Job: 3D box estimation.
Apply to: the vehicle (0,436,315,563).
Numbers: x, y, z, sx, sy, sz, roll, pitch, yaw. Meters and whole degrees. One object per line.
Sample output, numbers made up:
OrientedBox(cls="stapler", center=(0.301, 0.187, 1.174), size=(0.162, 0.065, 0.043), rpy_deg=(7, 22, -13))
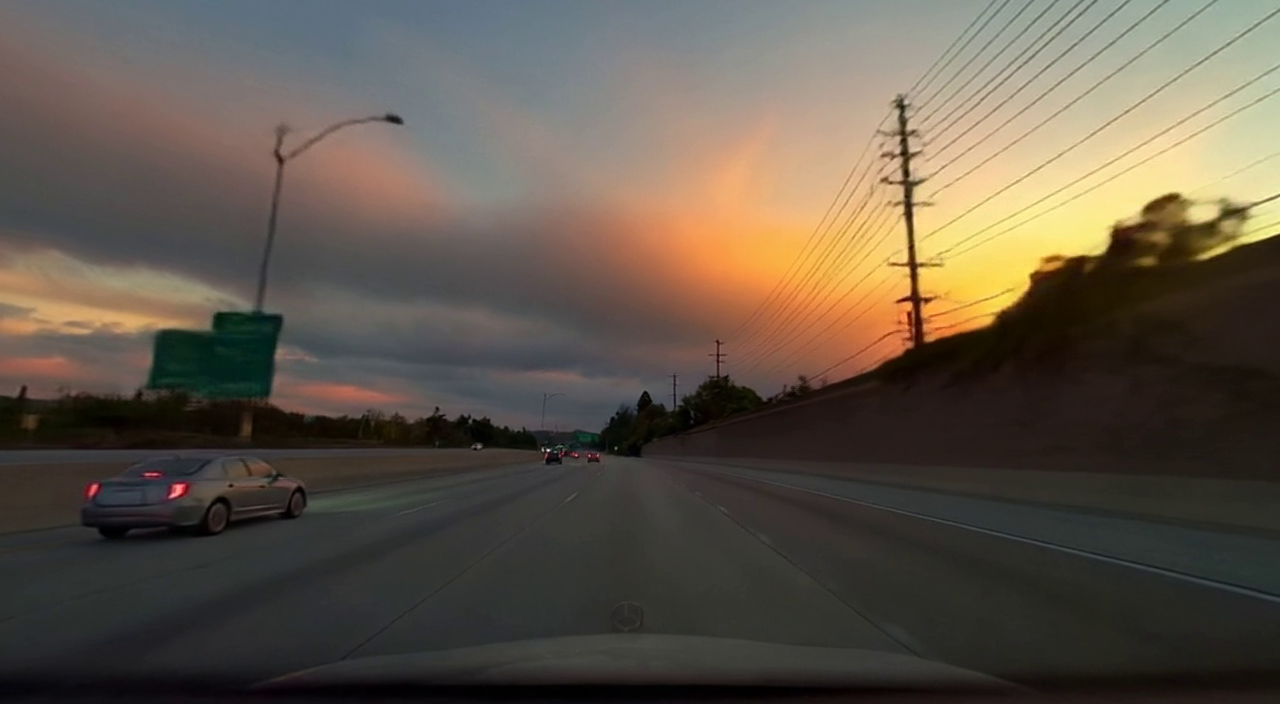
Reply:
OrientedBox(cls="vehicle", center=(-7.238, 2.125, 9.853), size=(1.999, 1.527, 4.238), rpy_deg=(0, -9, 0))
